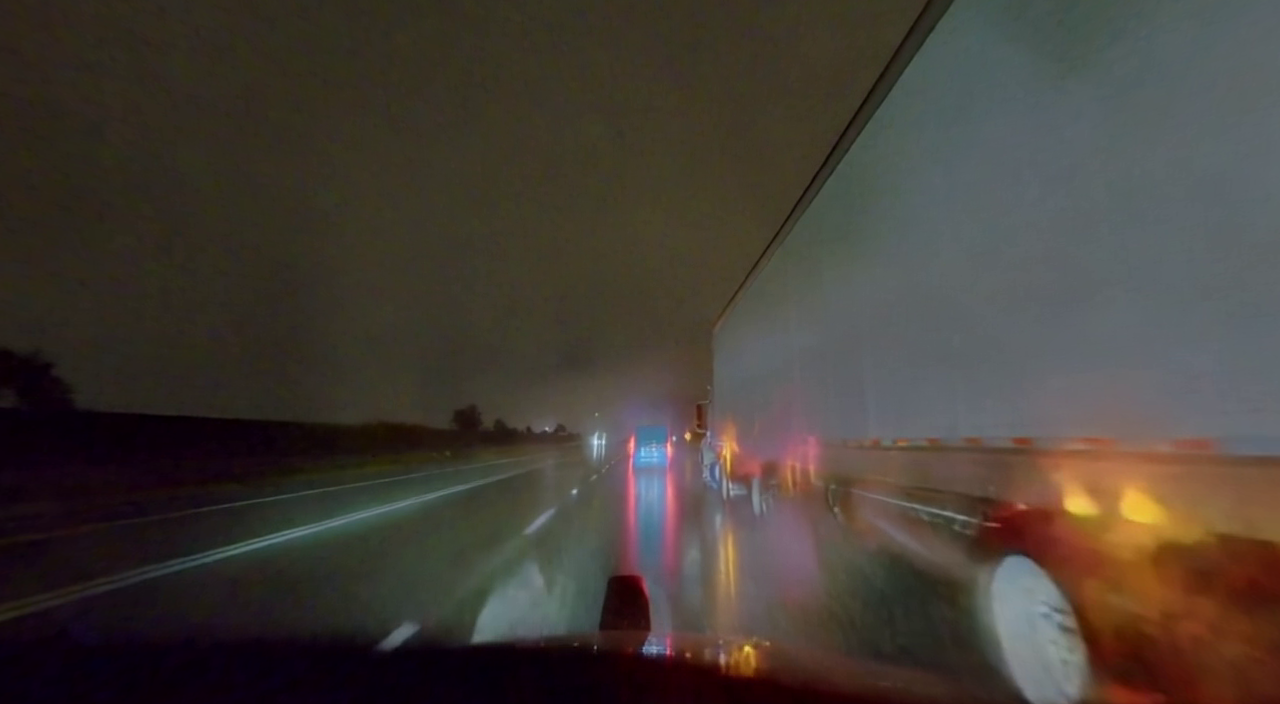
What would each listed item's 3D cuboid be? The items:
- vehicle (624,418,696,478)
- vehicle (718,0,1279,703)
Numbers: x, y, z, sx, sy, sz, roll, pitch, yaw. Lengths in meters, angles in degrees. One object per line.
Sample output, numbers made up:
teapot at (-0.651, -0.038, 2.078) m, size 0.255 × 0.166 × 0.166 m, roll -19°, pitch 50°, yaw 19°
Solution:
vehicle at (0.738, 3.638, 23.989) m, size 2.469 × 2.027 × 4.554 m, roll 0°, pitch -8°, yaw 1°
vehicle at (4.079, 0.504, 9.238) m, size 3.892 × 4.216 × 16.830 m, roll 0°, pitch -8°, yaw 1°
